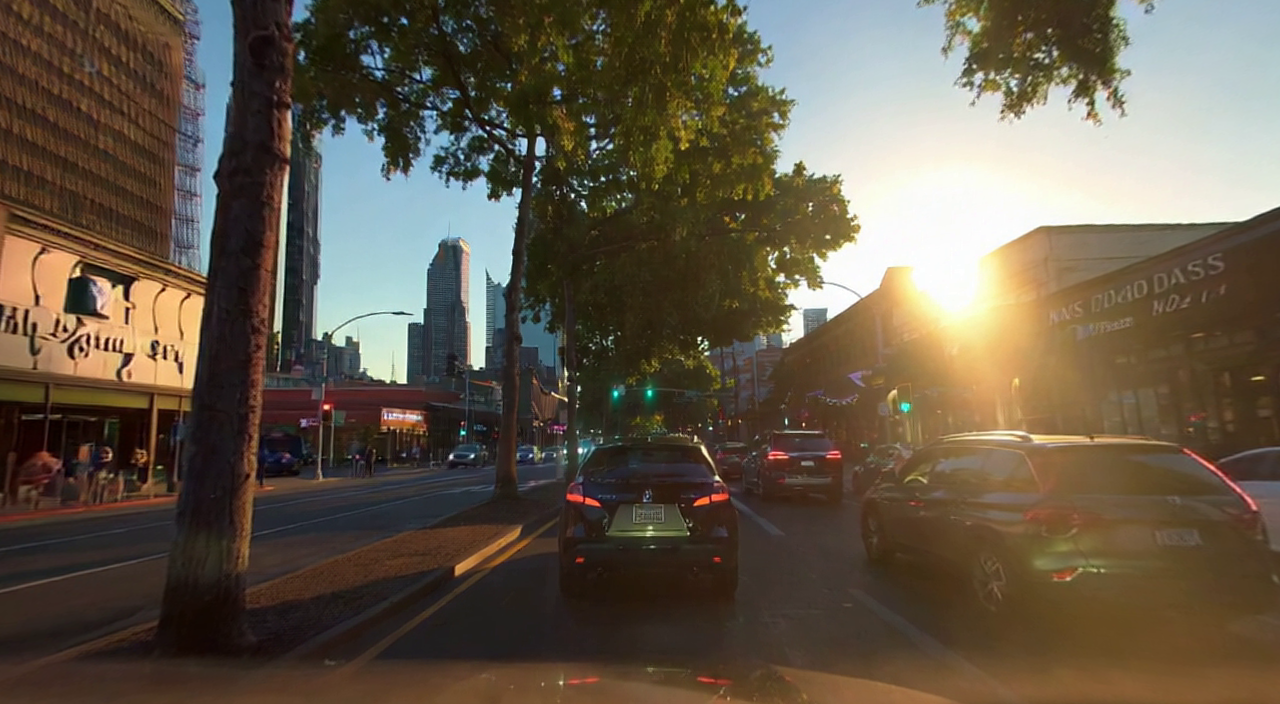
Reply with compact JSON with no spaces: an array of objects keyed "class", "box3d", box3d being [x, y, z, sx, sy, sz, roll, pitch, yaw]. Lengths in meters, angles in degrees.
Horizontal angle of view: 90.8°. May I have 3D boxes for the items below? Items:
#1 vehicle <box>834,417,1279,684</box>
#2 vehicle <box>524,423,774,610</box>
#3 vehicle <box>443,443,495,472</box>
[{"class":"vehicle","box3d":[3.397,1.429,5.698,1.988,1.480,4.195,0,-9,1]},{"class":"vehicle","box3d":[0.054,1.596,6.930,2.006,1.487,3.535,0,-9,-1]},{"class":"vehicle","box3d":[-11.159,6.882,41.547,2.042,1.749,4.629,-1,-9,1]}]
